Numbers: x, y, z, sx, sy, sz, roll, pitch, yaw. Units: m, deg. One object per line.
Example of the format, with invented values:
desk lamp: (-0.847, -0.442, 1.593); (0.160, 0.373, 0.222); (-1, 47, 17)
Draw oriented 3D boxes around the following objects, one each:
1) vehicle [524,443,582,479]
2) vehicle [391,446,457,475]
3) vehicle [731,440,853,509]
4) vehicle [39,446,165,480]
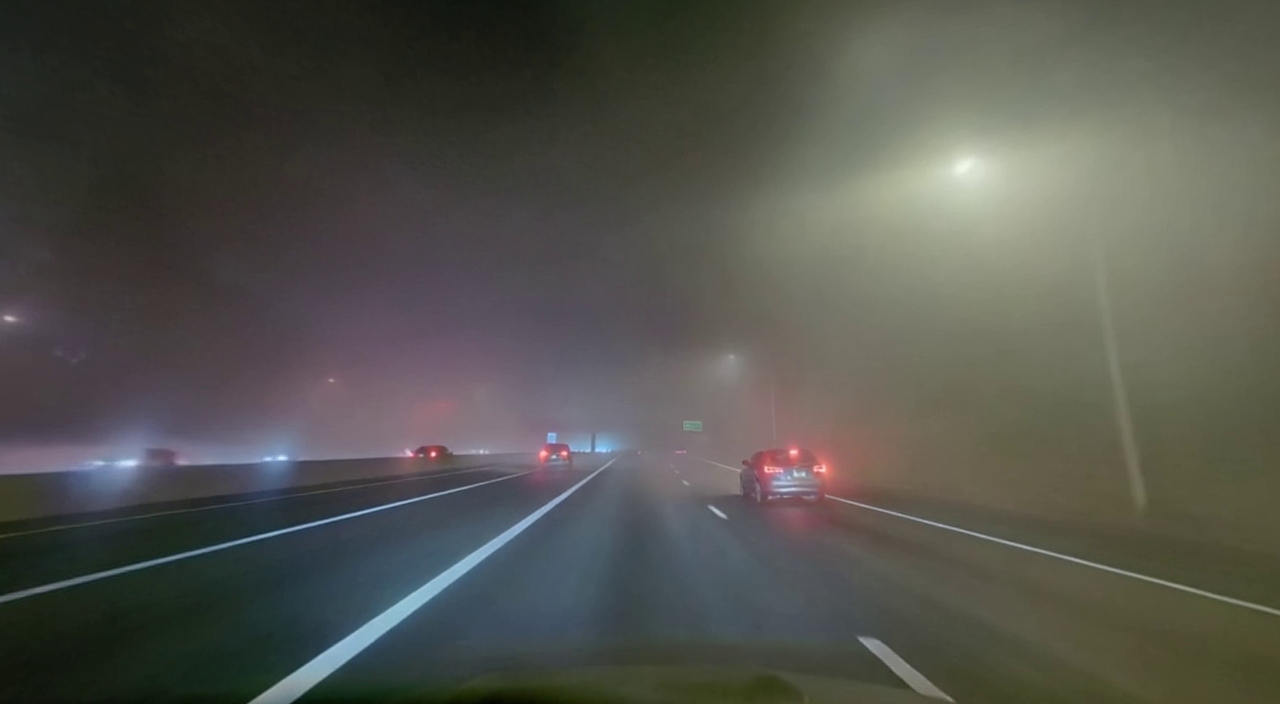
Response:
vehicle: (-4.039, 5.134, 29.876); (2.072, 1.545, 4.687); (0, -9, 0)
vehicle: (-11.747, 5.932, 34.654); (1.919, 1.497, 4.765); (0, -9, 0)
vehicle: (3.754, 3.096, 16.436); (2.079, 1.535, 4.316); (0, -9, 0)
vehicle: (-28.314, 5.834, 33.455); (1.987, 1.665, 5.328); (0, -9, 0)
